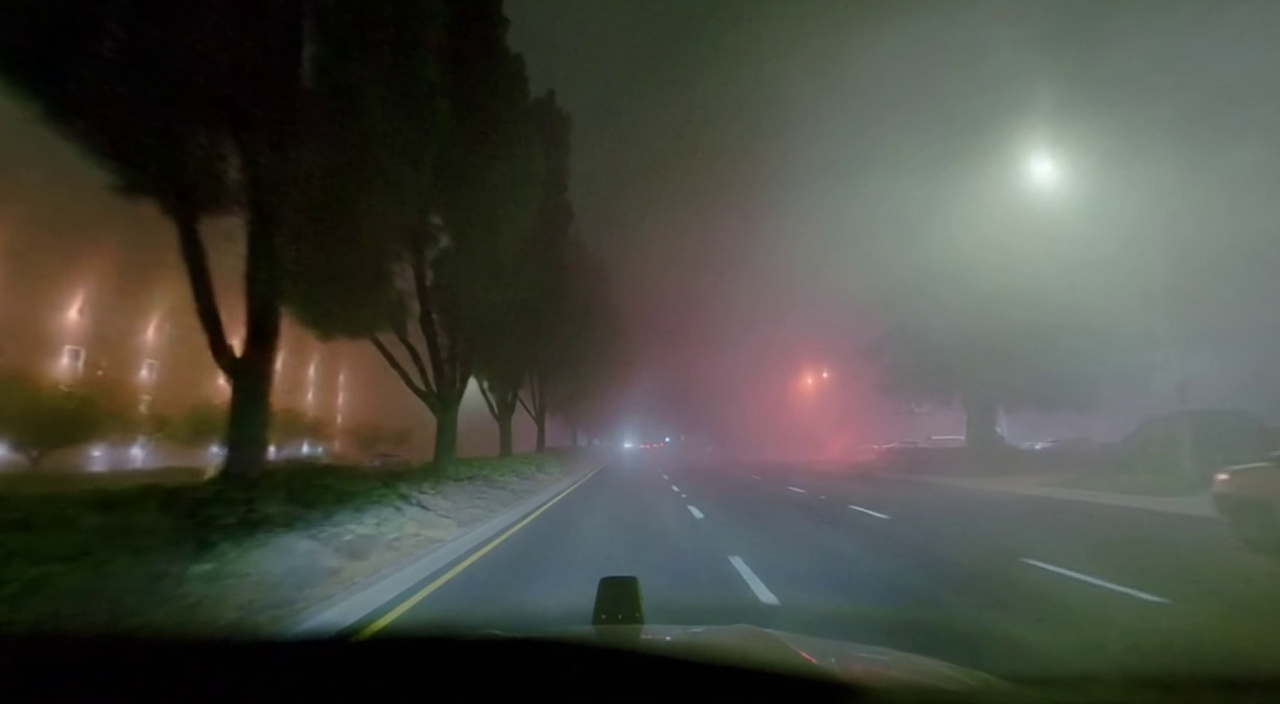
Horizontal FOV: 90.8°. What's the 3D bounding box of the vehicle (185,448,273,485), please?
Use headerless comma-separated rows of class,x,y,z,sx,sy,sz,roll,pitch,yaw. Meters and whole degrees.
vehicle,-22.067,6.113,34.122,1.863,1.845,4.073,0,-8,1

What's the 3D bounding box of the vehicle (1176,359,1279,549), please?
vehicle,9.886,1.150,7.003,2.456,2.534,5.930,0,-8,-2

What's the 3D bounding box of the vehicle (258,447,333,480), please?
vehicle,-21.239,6.860,39.192,1.879,1.757,4.656,-2,-7,3

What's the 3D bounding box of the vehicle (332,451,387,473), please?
vehicle,-20.346,7.970,46.085,1.798,1.487,4.486,0,-8,2
